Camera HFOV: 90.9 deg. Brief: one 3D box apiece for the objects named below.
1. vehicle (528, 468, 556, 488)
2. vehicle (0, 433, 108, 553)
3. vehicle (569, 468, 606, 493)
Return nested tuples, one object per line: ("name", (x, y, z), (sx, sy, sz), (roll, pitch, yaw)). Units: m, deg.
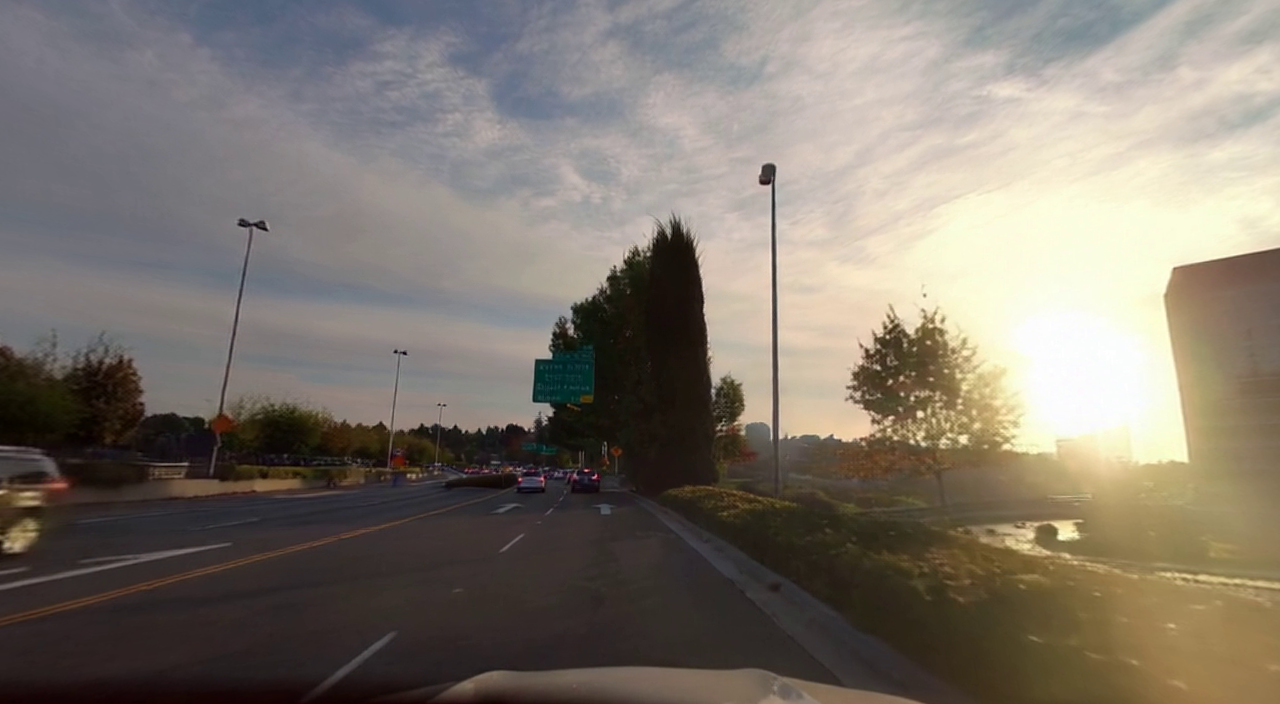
("vehicle", (-7.770, 9.957, 49.960), (2.030, 1.441, 4.806), (3, -11, -8))
("vehicle", (-10.057, 1.869, 8.324), (2.183, 1.665, 4.498), (2, -11, -3))
("vehicle", (-3.571, 8.541, 42.014), (2.129, 1.471, 4.258), (3, -11, -8))
